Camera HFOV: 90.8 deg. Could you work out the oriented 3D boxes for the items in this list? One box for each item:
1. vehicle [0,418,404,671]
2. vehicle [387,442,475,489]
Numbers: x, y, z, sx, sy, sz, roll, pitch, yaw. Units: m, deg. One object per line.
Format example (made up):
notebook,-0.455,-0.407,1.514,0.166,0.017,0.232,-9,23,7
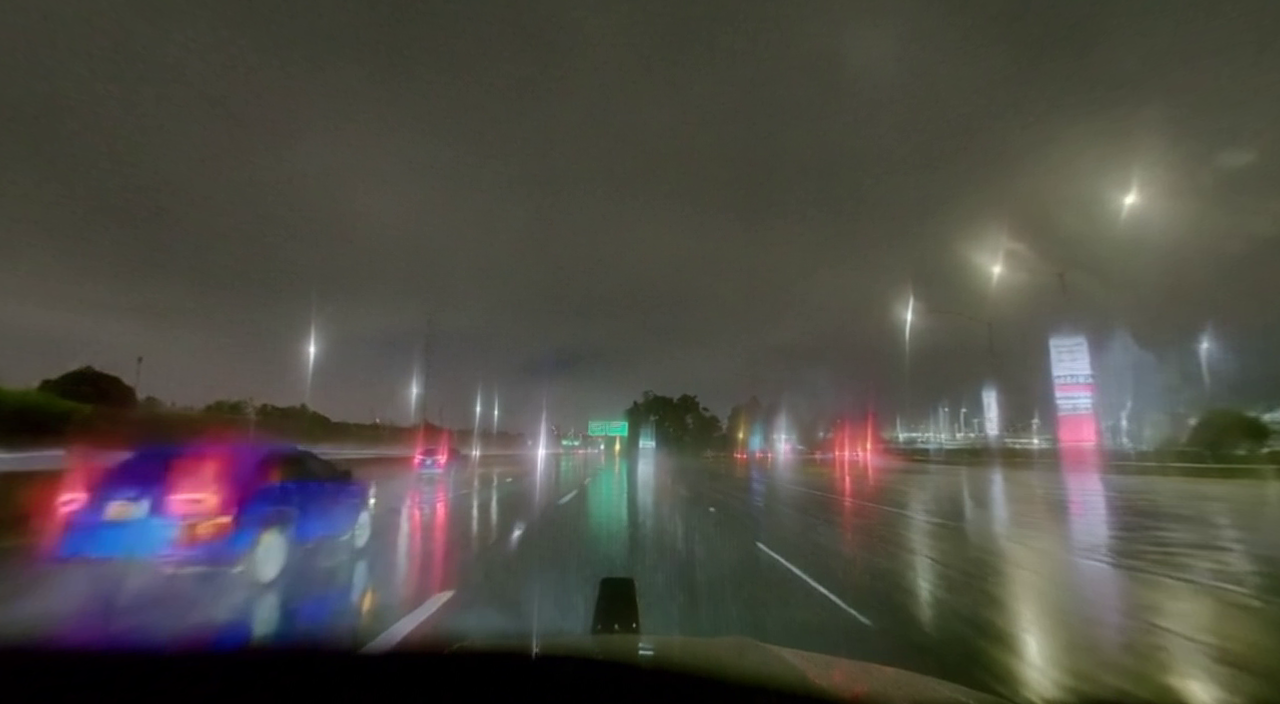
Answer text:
vehicle,-4.120,1.488,6.022,2.050,1.507,4.316,0,-9,0
vehicle,-7.688,4.210,23.739,1.924,1.601,4.115,0,-9,-1
